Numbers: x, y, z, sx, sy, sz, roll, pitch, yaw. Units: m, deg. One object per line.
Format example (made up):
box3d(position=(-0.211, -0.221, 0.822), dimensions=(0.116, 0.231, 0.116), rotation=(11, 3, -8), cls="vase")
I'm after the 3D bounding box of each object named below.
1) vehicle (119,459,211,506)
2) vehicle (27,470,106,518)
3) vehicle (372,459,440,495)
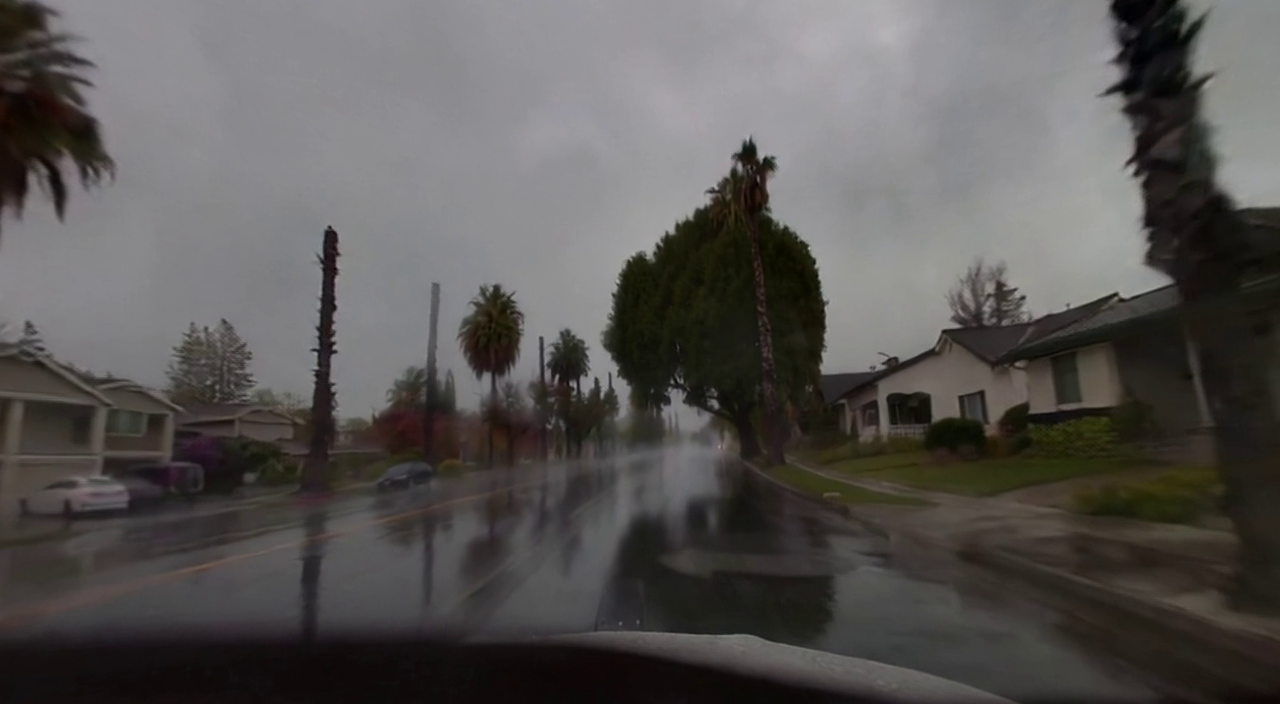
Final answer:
box3d(position=(-22.187, 6.054, 29.768), dimensions=(2.075, 1.846, 4.684), rotation=(2, -8, -20), cls="vehicle")
box3d(position=(-22.490, 5.457, 24.703), dimensions=(4.461, 1.477, 1.862), rotation=(-8, -11, 43), cls="vehicle")
box3d(position=(-12.280, 6.549, 33.404), dimensions=(1.804, 1.498, 4.136), rotation=(-5, -8, 4), cls="vehicle")
